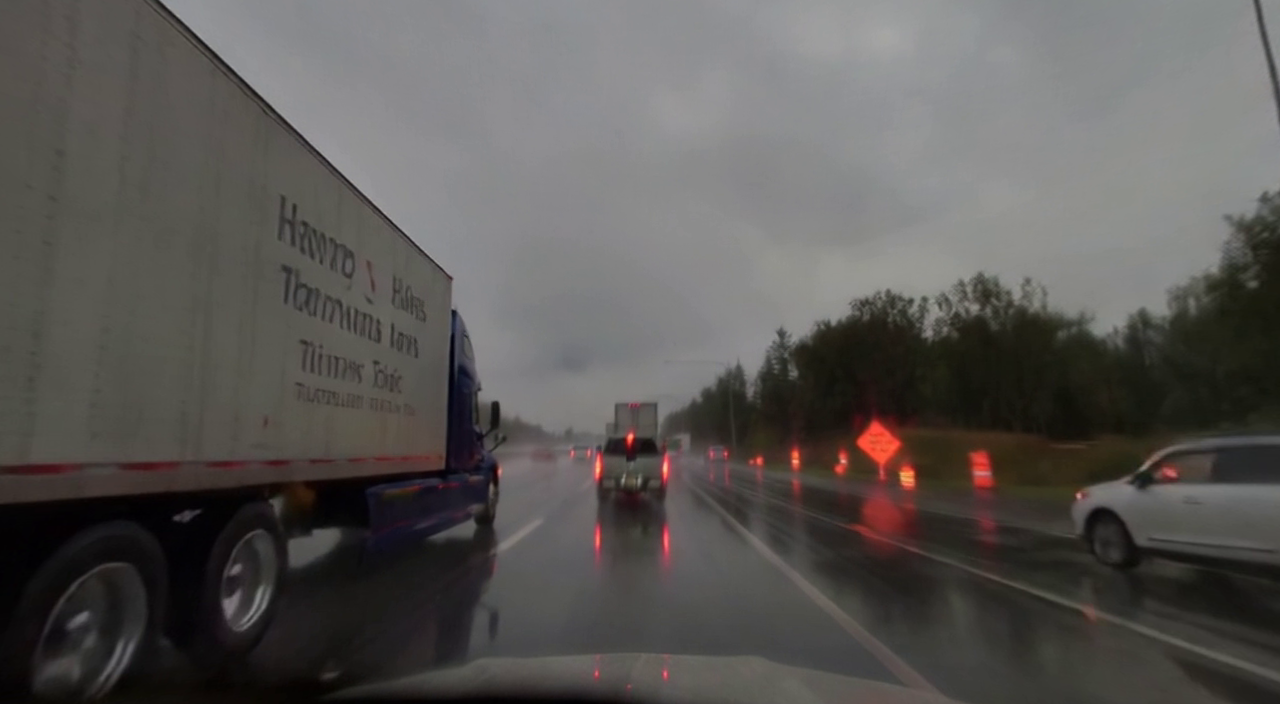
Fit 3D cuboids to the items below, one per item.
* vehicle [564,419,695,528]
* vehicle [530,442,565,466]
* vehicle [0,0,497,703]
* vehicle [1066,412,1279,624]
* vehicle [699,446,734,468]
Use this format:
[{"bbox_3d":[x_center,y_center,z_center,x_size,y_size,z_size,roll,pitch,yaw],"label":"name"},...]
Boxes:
[{"bbox_3d":[-0.203,2.298,12.439,2.152,1.779,3.924,0,-9,-1],"label":"vehicle"},{"bbox_3d":[-7.085,7.816,48.584,1.950,1.716,4.436,0,-9,1],"label":"vehicle"},{"bbox_3d":[-3.803,0.287,5.765,2.990,3.885,8.243,0,-9,0],"label":"vehicle"},{"bbox_3d":[5.867,1.329,5.222,1.937,1.601,3.798,0,-9,-1],"label":"vehicle"},{"bbox_3d":[5.447,7.568,45.687,1.918,1.479,4.571,0,-9,-1],"label":"vehicle"}]
